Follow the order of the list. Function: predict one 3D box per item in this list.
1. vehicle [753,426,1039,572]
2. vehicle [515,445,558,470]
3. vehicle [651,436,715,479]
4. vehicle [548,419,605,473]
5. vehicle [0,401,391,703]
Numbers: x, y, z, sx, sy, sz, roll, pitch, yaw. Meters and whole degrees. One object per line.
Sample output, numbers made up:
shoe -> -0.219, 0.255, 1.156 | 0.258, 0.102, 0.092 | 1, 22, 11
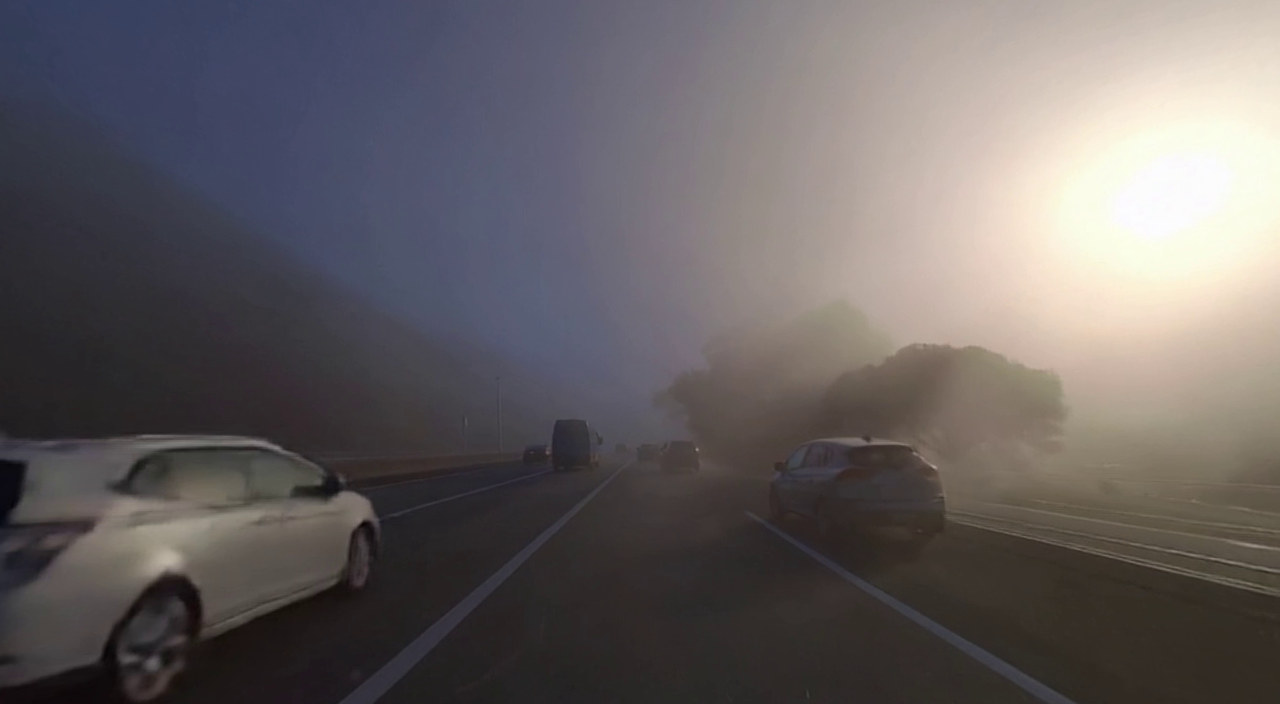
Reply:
vehicle -> 3.088, 1.869, 8.855 | 2.050, 1.491, 4.362 | 0, -9, -2
vehicle -> -6.557, 6.709, 40.409 | 1.964, 1.487, 4.417 | 0, -9, 1
vehicle -> 1.782, 4.553, 27.441 | 2.270, 1.660, 4.101 | 0, -9, -3
vehicle -> -3.335, 5.118, 34.461 | 2.396, 2.664, 5.735 | 0, -9, 1
vehicle -> -3.339, 1.146, 3.660 | 1.990, 1.501, 4.250 | 0, -9, 1
